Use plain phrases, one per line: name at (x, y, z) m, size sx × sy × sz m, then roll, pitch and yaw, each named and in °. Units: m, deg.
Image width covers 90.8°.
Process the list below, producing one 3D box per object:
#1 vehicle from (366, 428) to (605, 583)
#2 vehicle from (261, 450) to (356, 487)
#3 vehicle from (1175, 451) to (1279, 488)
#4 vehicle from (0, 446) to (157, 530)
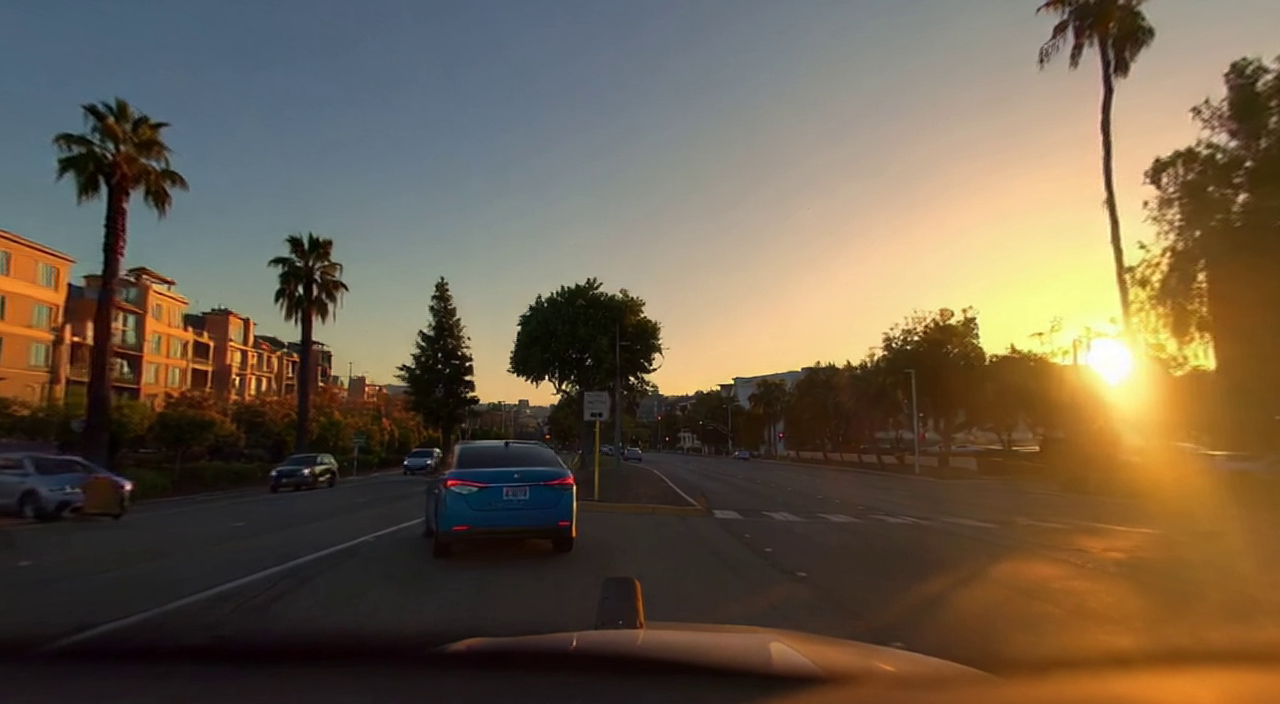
vehicle at (-2.333, 1.845, 8.536) m, size 1.986 × 1.473 × 4.382 m, roll 5°, pitch -10°, yaw -29°
vehicle at (-14.638, 5.139, 28.244) m, size 2.099 × 1.464 × 4.615 m, roll 1°, pitch -9°, yaw -5°
vehicle at (25.855, 4.939, 26.725) m, size 4.446 × 1.464 × 1.954 m, roll -1°, pitch -9°, yaw 4°
vehicle at (-13.113, 2.774, 13.299) m, size 4.457 × 1.552 × 2.095 m, roll -2°, pitch -9°, yaw 11°
